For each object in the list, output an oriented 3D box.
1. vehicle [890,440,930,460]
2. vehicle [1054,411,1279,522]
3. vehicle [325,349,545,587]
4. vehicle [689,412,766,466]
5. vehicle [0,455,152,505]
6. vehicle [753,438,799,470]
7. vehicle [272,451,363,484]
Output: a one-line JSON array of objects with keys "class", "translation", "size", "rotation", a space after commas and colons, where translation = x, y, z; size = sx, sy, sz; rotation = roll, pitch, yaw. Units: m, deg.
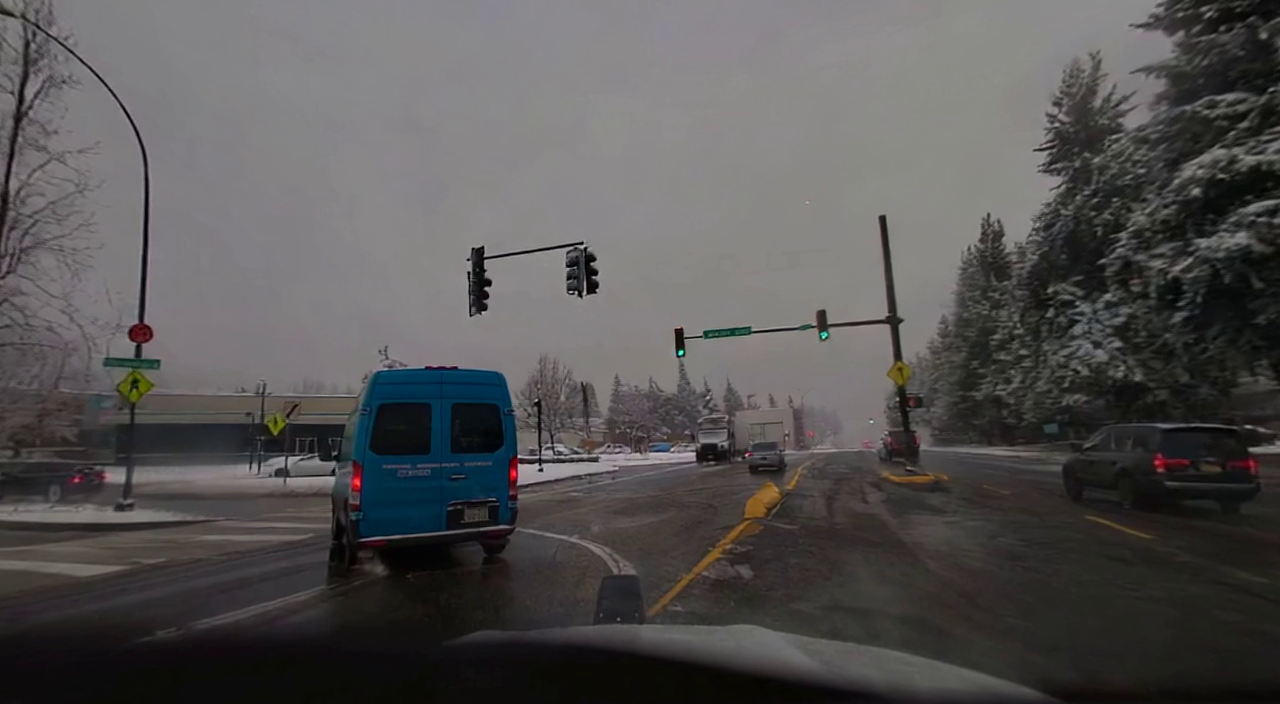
[{"class": "vehicle", "translation": [20.930, 7.611, 48.703], "size": [2.144, 1.473, 4.250], "rotation": [-3, -9, 15]}, {"class": "vehicle", "translation": [10.046, 2.118, 12.002], "size": [2.158, 1.696, 4.417], "rotation": [-3, -9, 16]}, {"class": "vehicle", "translation": [-3.544, 1.725, 10.067], "size": [2.432, 2.624, 5.670], "rotation": [4, -10, -25]}, {"class": "vehicle", "translation": [6.757, 6.446, 45.699], "size": [3.158, 3.294, 13.584], "rotation": [-4, -10, 17]}, {"class": "vehicle", "translation": [-19.408, 4.333, 21.502], "size": [4.457, 1.533, 1.933], "rotation": [-3, -9, 18]}, {"class": "vehicle", "translation": [7.359, 5.456, 33.687], "size": [1.948, 1.613, 3.879], "rotation": [-3, -9, 18]}, {"class": "vehicle", "translation": [-17.088, 6.065, 33.282], "size": [4.109, 1.592, 2.008], "rotation": [4, -10, -28]}]
